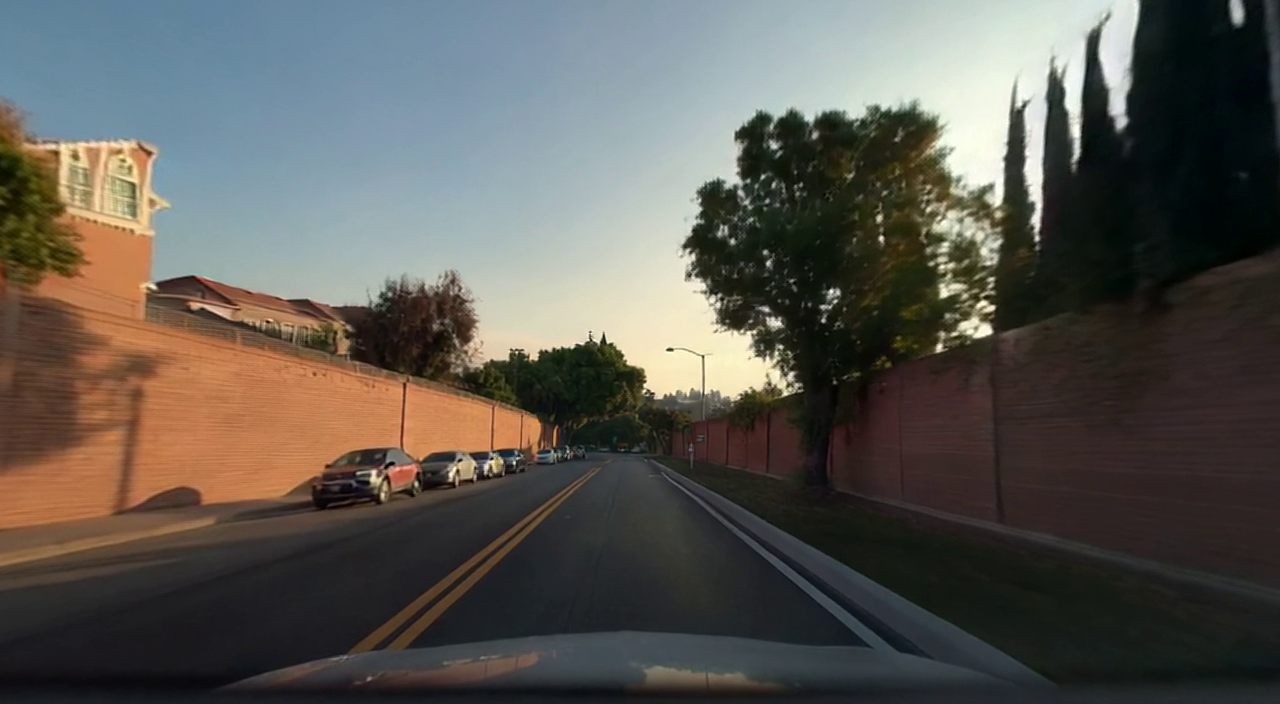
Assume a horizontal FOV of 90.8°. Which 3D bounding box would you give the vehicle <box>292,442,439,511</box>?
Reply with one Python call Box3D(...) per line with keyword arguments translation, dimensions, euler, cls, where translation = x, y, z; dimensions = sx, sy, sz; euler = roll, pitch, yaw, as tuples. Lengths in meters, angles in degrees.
Box3D(translation=(-7.015, 3.178, 16.777), dimensions=(1.899, 1.485, 4.593), euler=(2, -8, -2), cls="vehicle")
